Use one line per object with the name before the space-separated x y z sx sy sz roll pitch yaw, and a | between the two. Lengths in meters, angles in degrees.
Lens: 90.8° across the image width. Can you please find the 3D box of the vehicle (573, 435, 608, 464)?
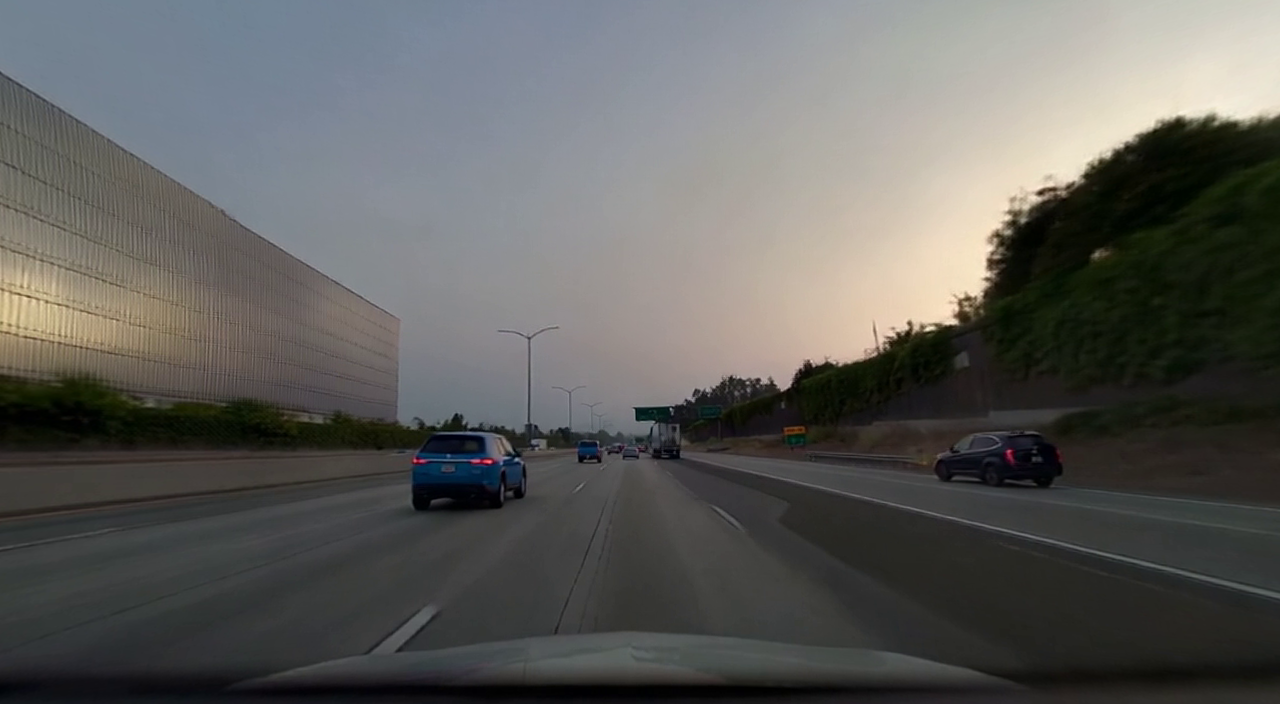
vehicle | -3.646 7.346 47.720 2.284 2.022 5.752 0 -9 -1

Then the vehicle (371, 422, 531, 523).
vehicle | -3.615 2.406 13.054 2.039 1.710 4.237 0 -9 -1

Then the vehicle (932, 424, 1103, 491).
vehicle | 11.444 3.267 19.756 2.089 1.787 5.080 0 -9 -2
